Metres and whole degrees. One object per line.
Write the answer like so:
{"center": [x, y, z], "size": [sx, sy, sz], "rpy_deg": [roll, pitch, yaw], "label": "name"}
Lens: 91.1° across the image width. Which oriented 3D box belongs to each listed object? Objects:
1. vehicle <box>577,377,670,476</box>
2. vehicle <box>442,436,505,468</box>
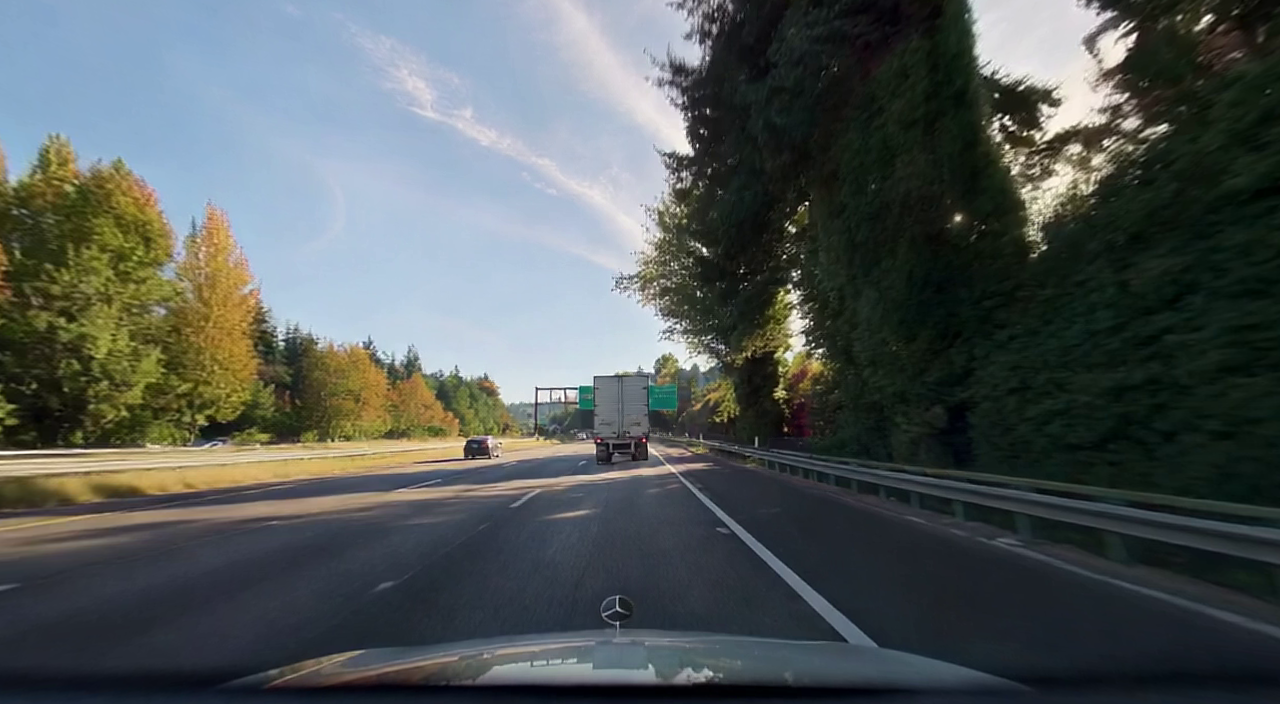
{"center": [-0.736, 3.450, 28.089], "size": [3.033, 3.223, 14.836], "rpy_deg": [0, -8, -2], "label": "vehicle"}
{"center": [-8.038, 4.815, 30.705], "size": [1.949, 1.437, 4.296], "rpy_deg": [0, -8, -1], "label": "vehicle"}
